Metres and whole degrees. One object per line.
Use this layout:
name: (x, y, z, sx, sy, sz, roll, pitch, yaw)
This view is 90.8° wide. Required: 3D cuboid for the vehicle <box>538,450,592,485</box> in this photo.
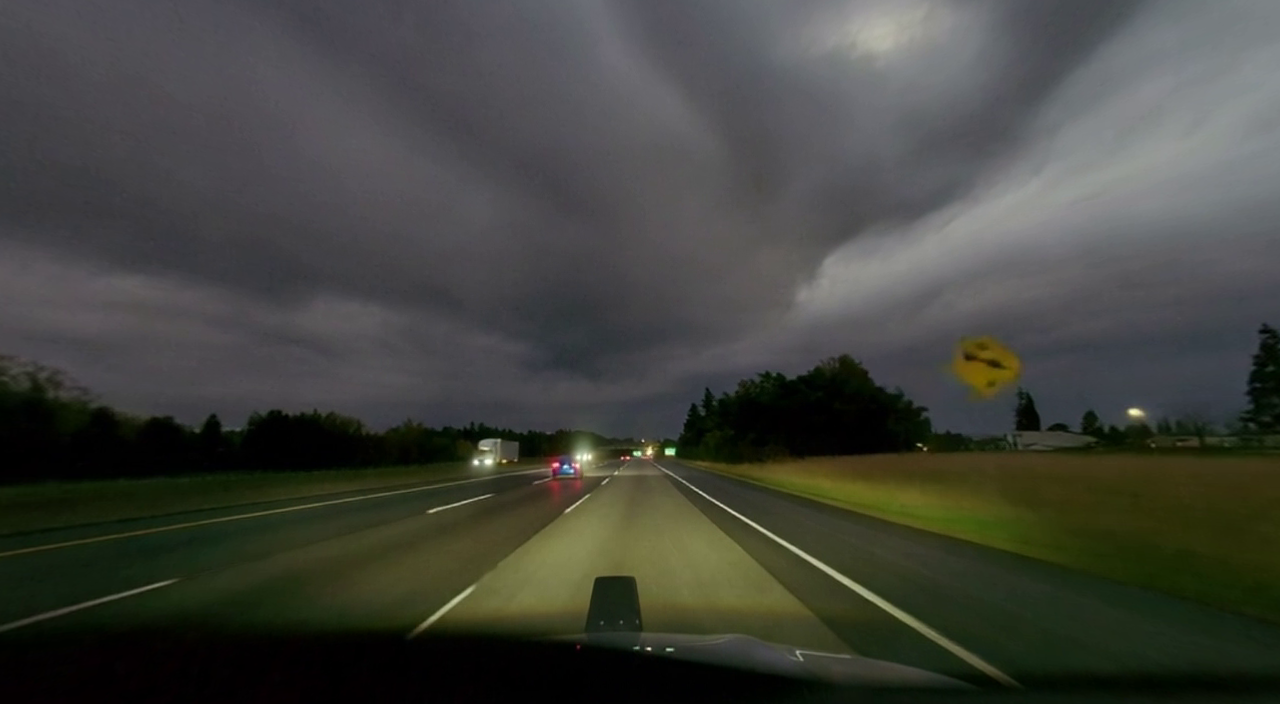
vehicle: (-3.553, 5.551, 30.573, 2.121, 1.537, 3.852, 0, -9, 0)
